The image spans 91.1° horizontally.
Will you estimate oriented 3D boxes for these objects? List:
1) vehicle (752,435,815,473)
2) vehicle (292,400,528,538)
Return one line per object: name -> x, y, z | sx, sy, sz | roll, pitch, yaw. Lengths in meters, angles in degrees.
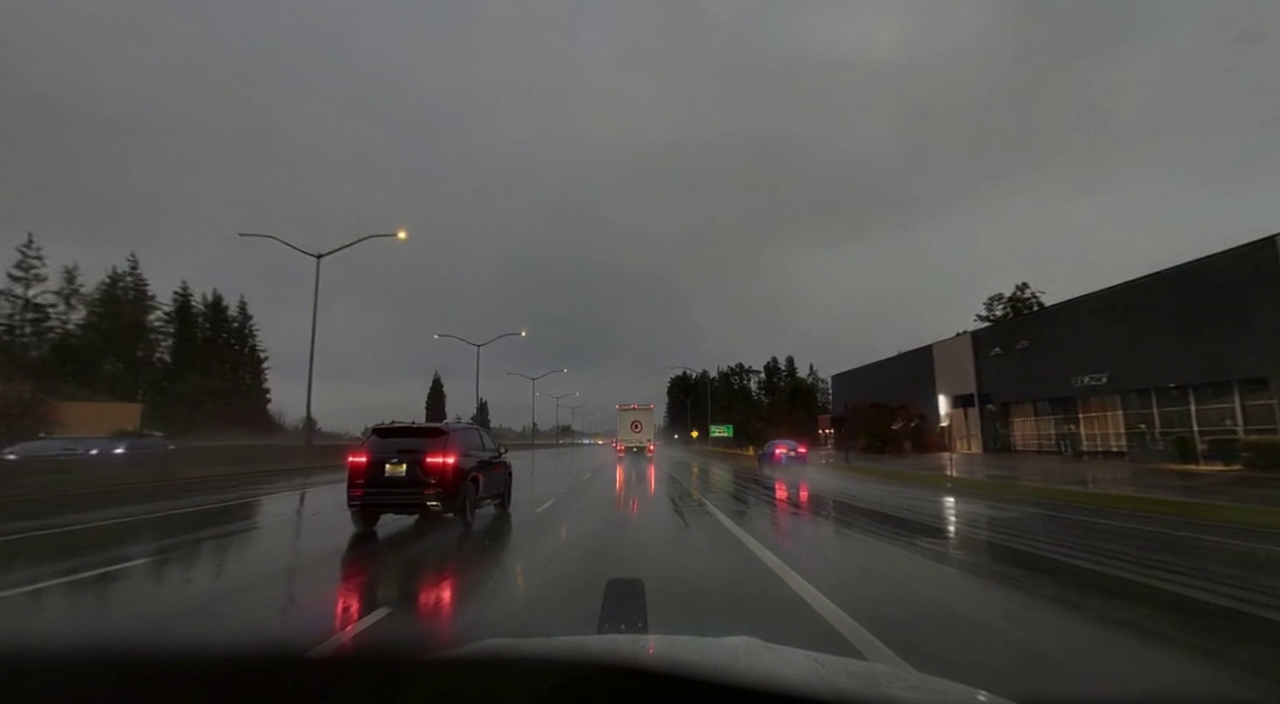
vehicle -> 6.824, 4.898, 30.325 | 1.958, 1.681, 4.109 | 0, -9, -2
vehicle -> -3.510, 1.930, 10.895 | 2.178, 1.826, 4.933 | 0, -9, 1
